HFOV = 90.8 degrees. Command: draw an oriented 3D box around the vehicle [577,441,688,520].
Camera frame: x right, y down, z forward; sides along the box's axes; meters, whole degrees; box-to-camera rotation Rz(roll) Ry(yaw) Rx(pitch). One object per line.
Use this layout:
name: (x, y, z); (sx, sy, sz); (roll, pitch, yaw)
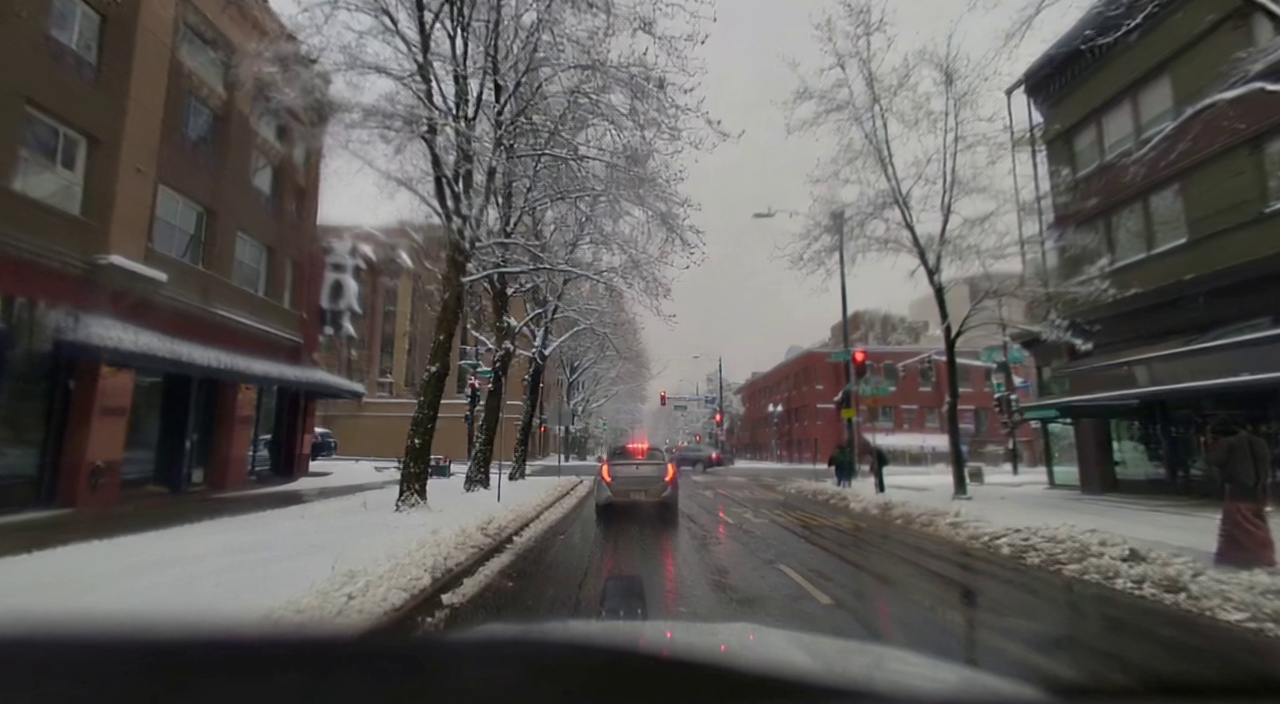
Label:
vehicle: (-0.160, 2.776, 14.268); (2.106, 1.482, 4.459); (0, -9, 0)
